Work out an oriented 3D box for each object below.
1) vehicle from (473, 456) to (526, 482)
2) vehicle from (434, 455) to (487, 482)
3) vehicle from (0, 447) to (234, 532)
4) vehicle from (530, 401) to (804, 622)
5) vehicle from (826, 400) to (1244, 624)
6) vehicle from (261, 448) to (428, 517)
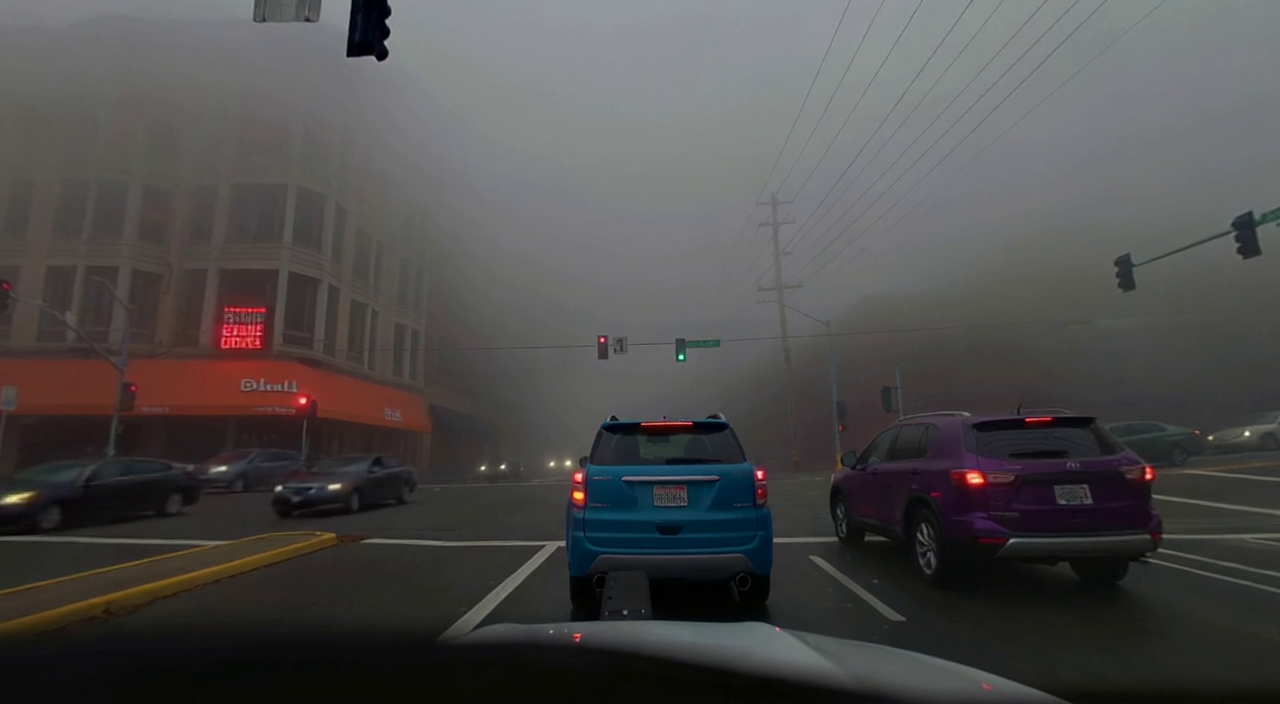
[{"bbox_3d":[-8.909,7.503,40.530,1.911,1.461,4.691,-1,-8,6],"label":"vehicle"},{"bbox_3d":[-12.445,8.097,44.065,1.943,1.680,4.709,-1,-8,6],"label":"vehicle"},{"bbox_3d":[-11.526,2.828,13.729,1.958,1.493,4.795,-1,-8,3],"label":"vehicle"},{"bbox_3d":[0.259,1.506,6.827,2.098,1.682,3.778,0,-8,2],"label":"vehicle"},{"bbox_3d":[3.605,1.516,6.934,1.976,1.664,4.189,-1,-8,2],"label":"vehicle"},{"bbox_3d":[-7.201,3.187,15.973,1.924,1.453,4.343,-1,-8,3],"label":"vehicle"}]
